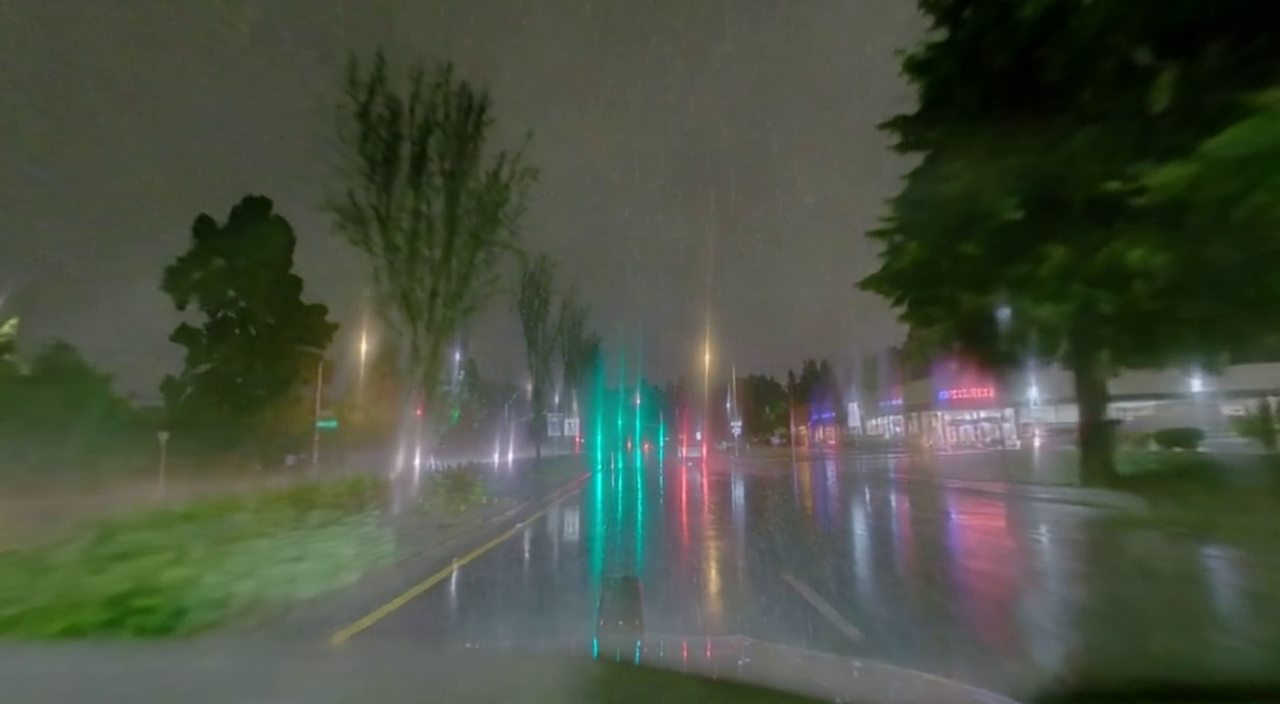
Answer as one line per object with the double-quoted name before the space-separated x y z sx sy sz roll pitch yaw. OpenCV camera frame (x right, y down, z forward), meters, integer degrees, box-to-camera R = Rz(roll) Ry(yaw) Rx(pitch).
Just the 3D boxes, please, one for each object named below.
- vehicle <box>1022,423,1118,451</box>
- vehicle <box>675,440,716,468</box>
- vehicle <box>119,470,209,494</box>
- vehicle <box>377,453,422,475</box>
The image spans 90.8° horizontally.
"vehicle" 30.949 6.116 45.527 5.373 1.958 2.152 0 -8 -3
"vehicle" 3.286 6.108 37.934 1.961 1.580 4.020 0 -8 -2
"vehicle" -32.003 8.741 42.570 4.350 1.465 1.922 1 -8 -7
"vehicle" -18.767 8.741 49.438 1.827 1.546 4.506 0 -8 -1
